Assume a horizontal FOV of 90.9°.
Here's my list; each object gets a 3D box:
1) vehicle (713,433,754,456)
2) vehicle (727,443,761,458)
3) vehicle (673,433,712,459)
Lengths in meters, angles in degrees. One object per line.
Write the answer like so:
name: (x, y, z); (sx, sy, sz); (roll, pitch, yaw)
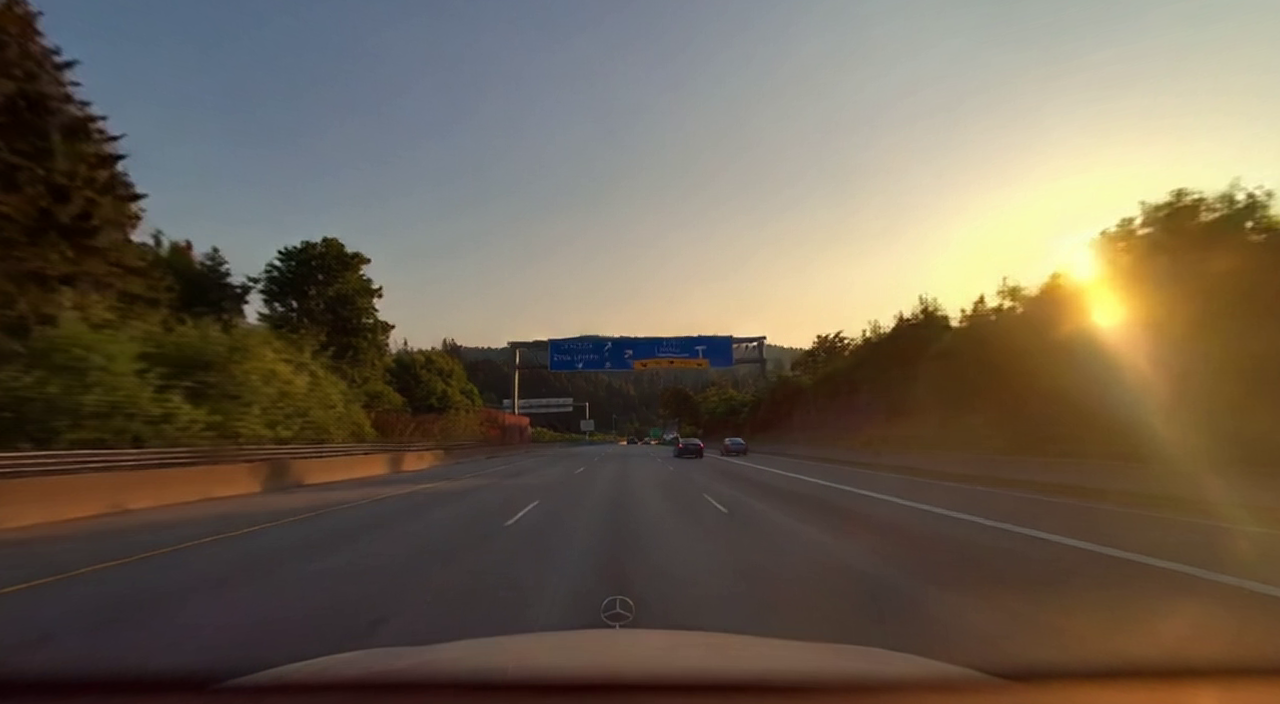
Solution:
vehicle: (6.604, 6.550, 45.024); (2.003, 1.522, 4.940); (0, -7, -2)
vehicle: (6.772, 6.434, 41.203); (1.535, 0.862, 2.814); (0, -8, -4)
vehicle: (3.131, 5.668, 38.158); (1.819, 1.468, 3.770); (0, -7, -3)
